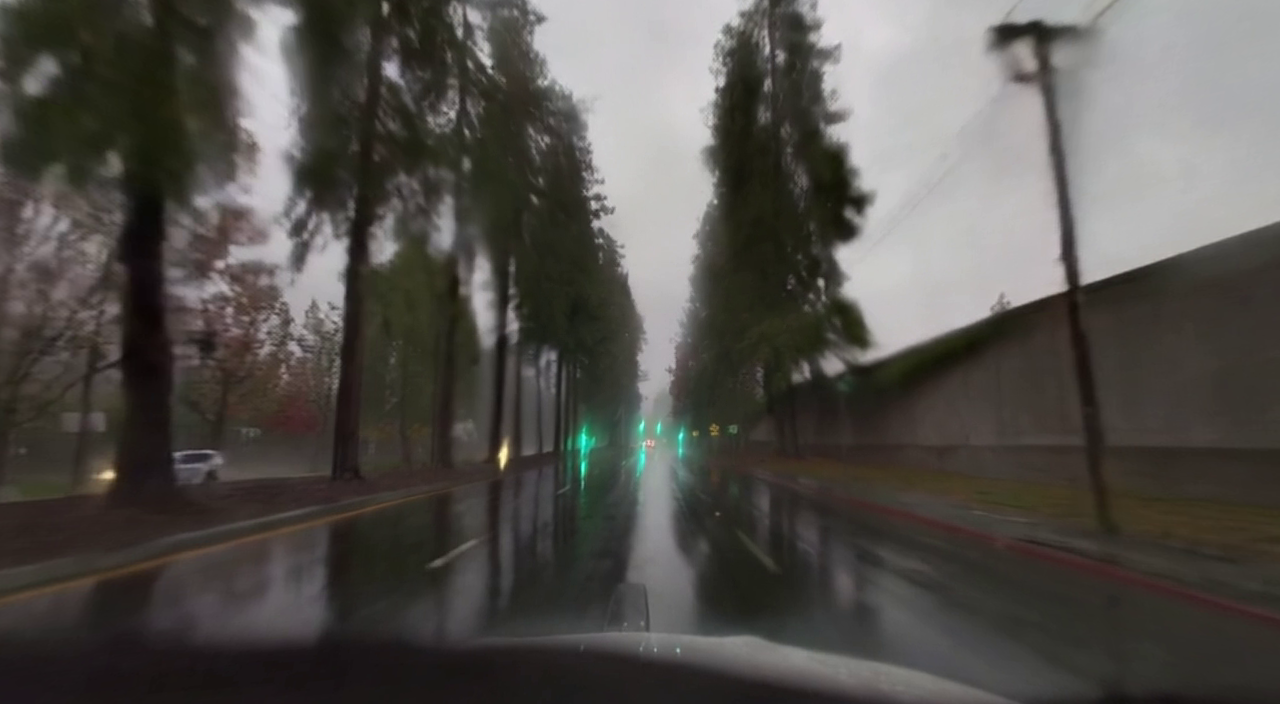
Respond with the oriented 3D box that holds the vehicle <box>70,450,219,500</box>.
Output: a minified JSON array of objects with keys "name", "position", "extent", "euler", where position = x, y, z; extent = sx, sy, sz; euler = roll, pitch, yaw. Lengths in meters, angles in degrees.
[{"name":"vehicle","position":[-18.195,4.497,23.482],"extent":[1.930,1.608,4.414],"euler":[0,-8,0]}]
